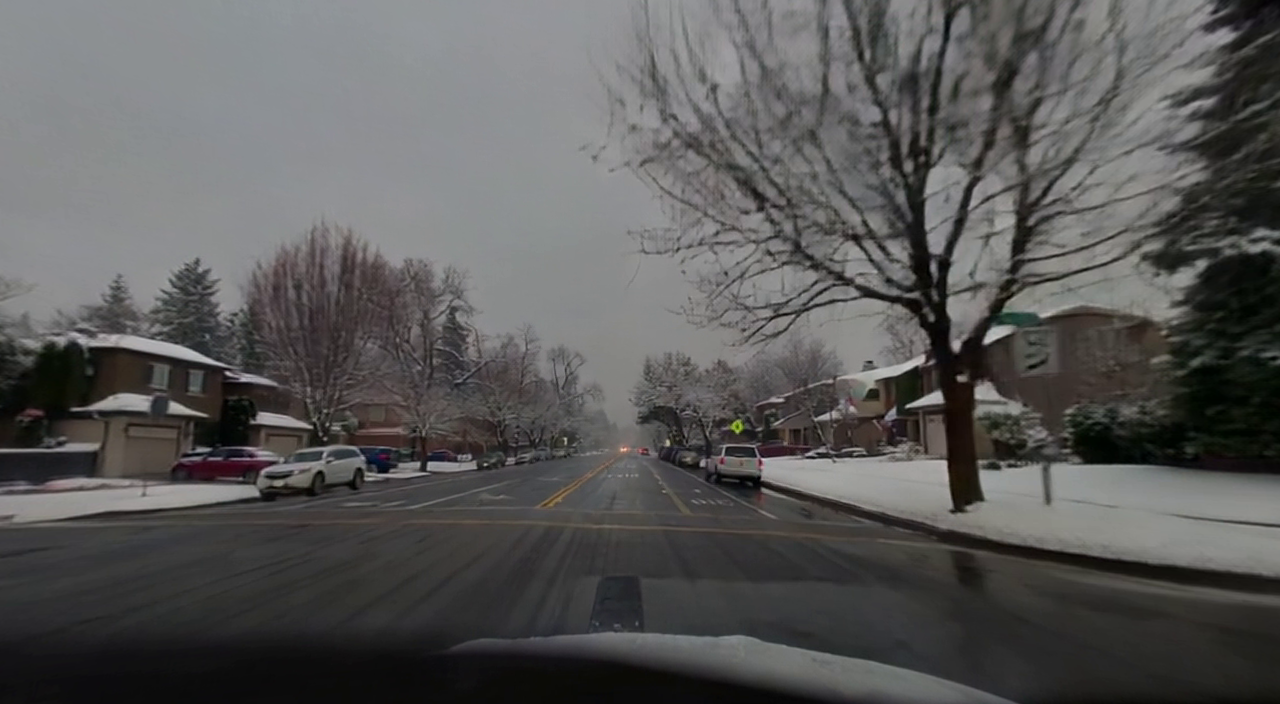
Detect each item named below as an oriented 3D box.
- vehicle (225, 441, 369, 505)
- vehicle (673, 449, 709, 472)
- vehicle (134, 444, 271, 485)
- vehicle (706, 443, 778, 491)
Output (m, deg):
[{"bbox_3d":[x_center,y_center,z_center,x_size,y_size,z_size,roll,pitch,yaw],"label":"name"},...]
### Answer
[{"bbox_3d":[-11.968,4.222,22.651,2.199,1.988,5.454,0,-9,-2],"label":"vehicle"},{"bbox_3d":[3.682,7.899,46.311,1.920,1.541,4.709,0,-9,-4],"label":"vehicle"},{"bbox_3d":[-19.195,4.930,27.898,4.450,1.677,2.027,0,-9,-3],"label":"vehicle"},{"bbox_3d":[4.025,4.600,25.669,2.027,1.751,4.433,0,-9,-2],"label":"vehicle"}]
